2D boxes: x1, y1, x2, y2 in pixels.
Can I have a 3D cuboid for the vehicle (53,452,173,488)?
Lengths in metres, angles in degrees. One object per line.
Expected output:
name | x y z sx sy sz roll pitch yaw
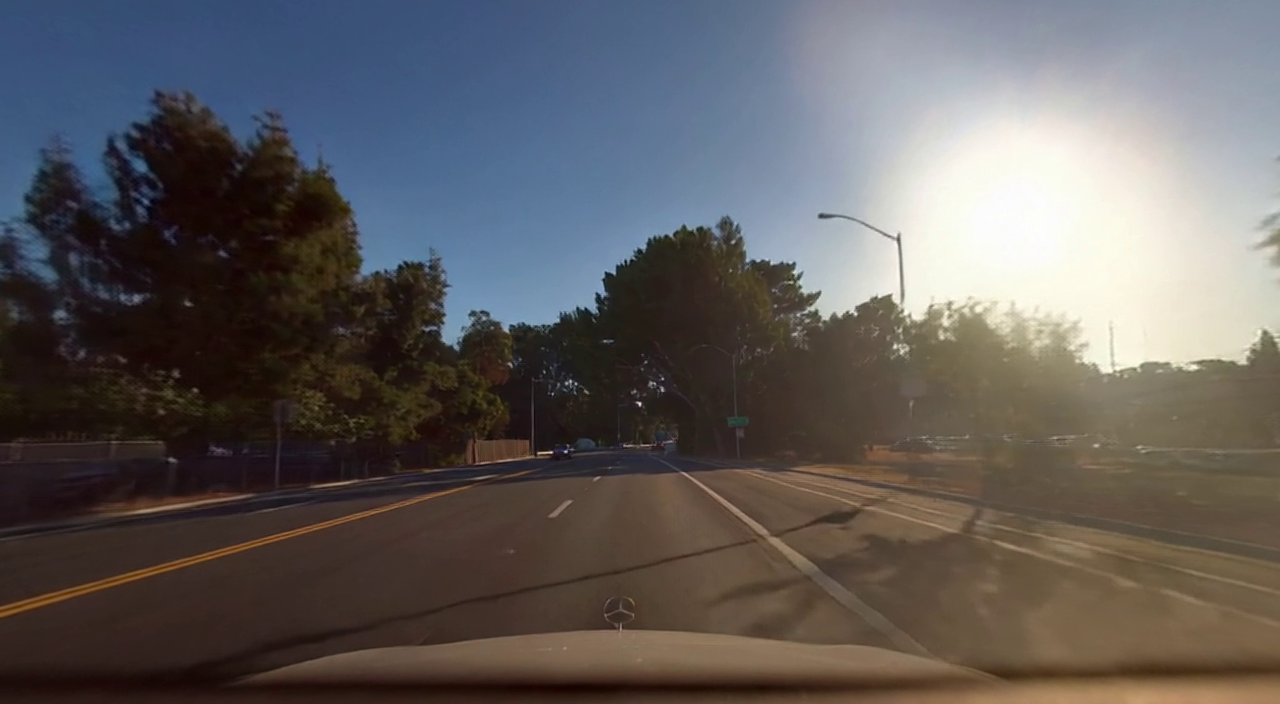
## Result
vehicle | -26.476 5.924 31.877 4.140 1.635 2.059 -1 -8 -1

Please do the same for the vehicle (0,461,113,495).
vehicle | -27.241 5.820 29.322 3.977 1.453 1.768 -1 -9 2
